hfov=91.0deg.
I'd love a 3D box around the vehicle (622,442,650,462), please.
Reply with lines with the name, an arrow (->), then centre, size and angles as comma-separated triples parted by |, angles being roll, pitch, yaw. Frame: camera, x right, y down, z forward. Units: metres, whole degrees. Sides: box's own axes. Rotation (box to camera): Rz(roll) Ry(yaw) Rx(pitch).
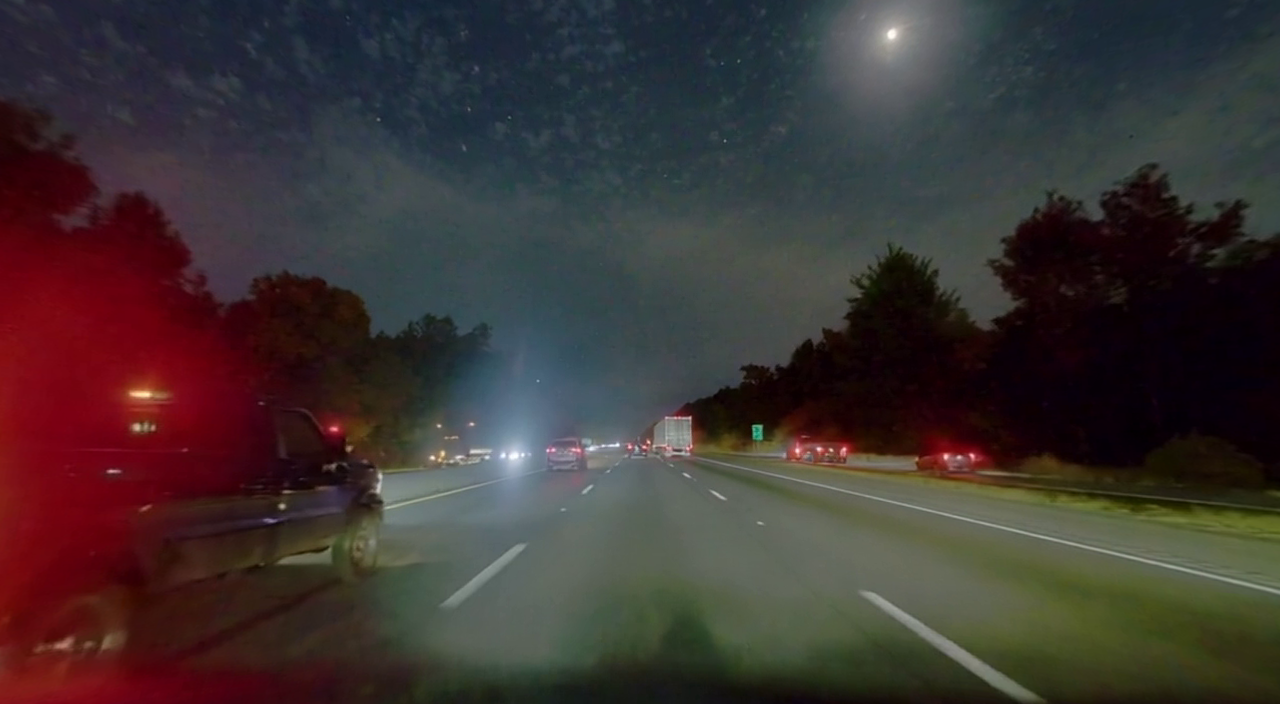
vehicle -> -0.267, 7.895, 49.790 | 2.152, 1.484, 4.211 | 0, -8, 0

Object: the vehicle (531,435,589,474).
vehicle -> -3.684, 4.851, 29.979 | 2.077, 1.669, 4.739 | 0, -8, 1

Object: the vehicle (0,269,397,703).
vehicle -> -3.459, 0.805, 3.325 | 2.180, 1.916, 5.263 | 0, -8, 1
